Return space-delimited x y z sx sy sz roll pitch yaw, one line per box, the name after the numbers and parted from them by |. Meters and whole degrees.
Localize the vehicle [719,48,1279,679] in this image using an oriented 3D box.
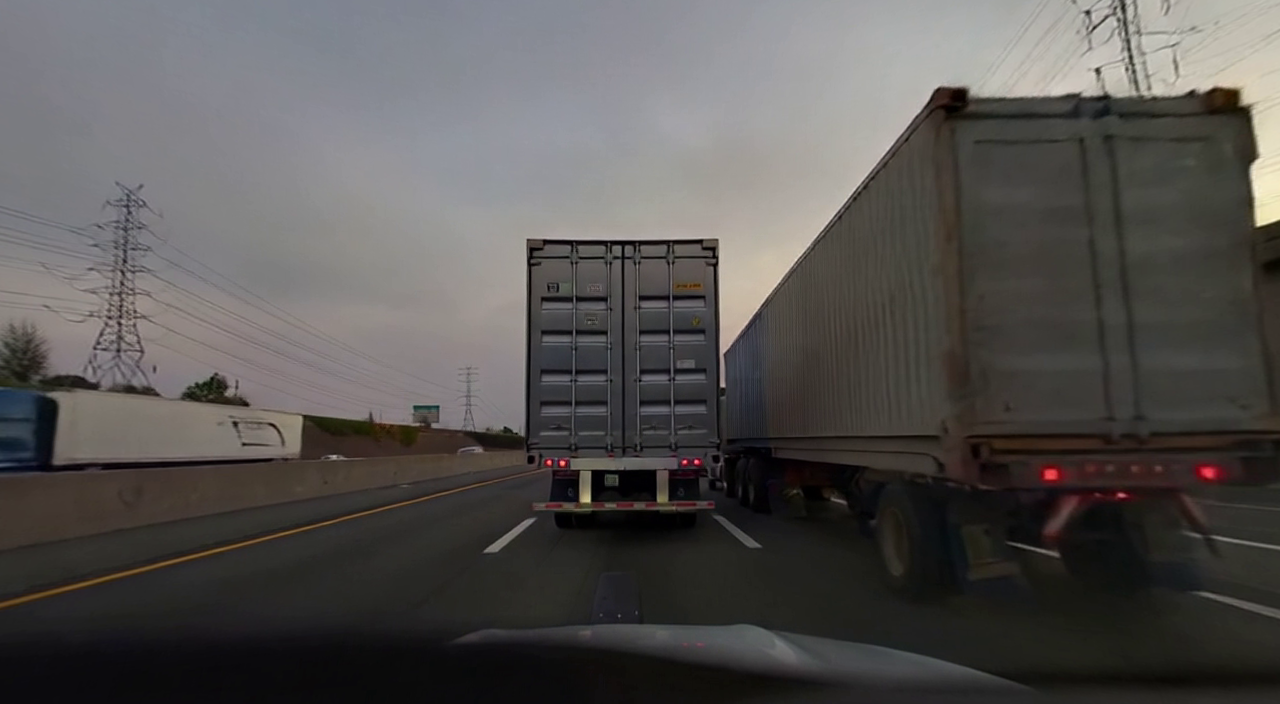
3.610 0.891 10.474 2.797 4.023 13.066 0 -9 0 | vehicle

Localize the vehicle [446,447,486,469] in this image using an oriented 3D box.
-13.137 8.008 47.926 1.950 1.526 3.713 -1 -9 1 | vehicle

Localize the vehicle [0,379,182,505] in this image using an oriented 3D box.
-20.288 3.114 21.549 3.024 3.645 8.371 0 -9 0 | vehicle

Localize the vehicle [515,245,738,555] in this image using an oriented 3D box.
-0.132 1.459 14.313 2.841 4.071 12.046 -1 -9 0 | vehicle
